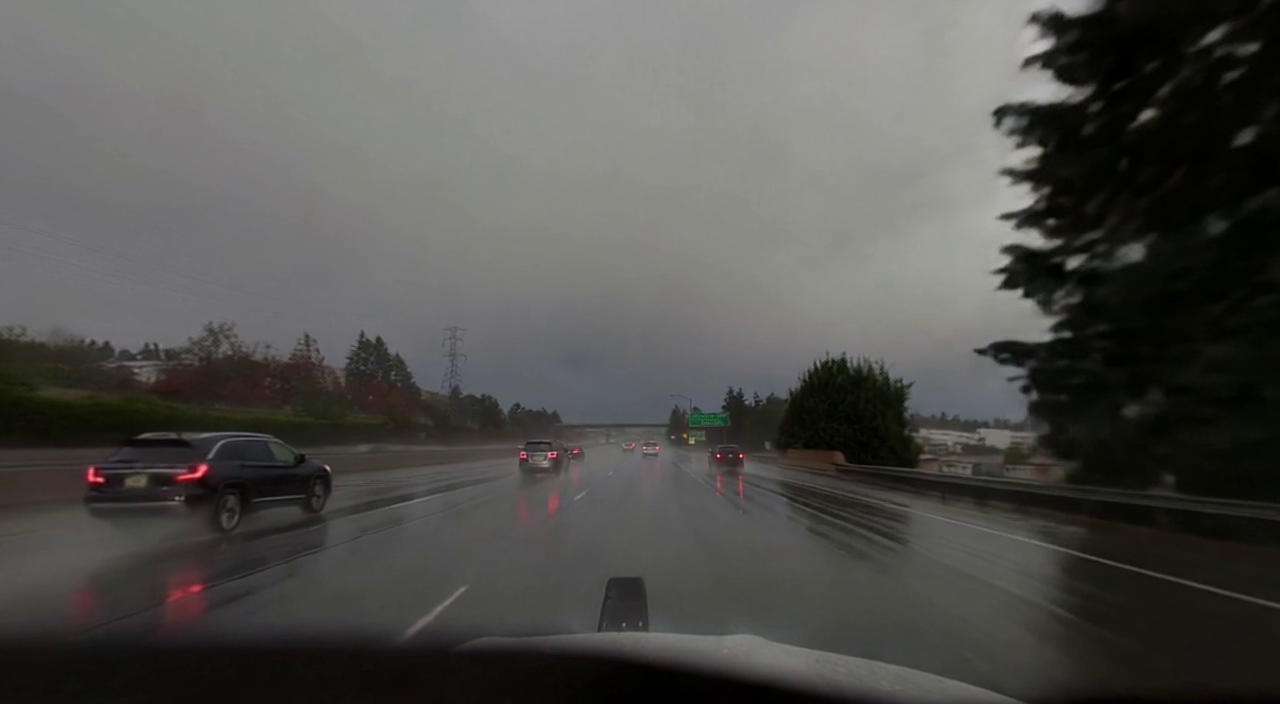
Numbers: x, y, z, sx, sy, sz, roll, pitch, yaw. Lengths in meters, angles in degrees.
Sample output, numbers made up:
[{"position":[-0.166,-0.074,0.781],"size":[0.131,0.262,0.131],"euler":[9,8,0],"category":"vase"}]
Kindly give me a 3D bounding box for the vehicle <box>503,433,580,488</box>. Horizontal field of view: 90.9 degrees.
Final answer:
[{"position":[-3.284,3.714,21.866],"size":[1.961,1.704,4.052],"euler":[0,-8,1],"category":"vehicle"}]

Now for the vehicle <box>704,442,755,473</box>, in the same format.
[{"position":[4.553,5.414,32.610],"size":[1.964,1.479,4.252],"euler":[0,-8,-1],"category":"vehicle"}]

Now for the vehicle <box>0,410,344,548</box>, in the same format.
[{"position":[-7.376,2.027,10.795],"size":[2.162,1.805,4.853],"euler":[0,-8,1],"category":"vehicle"}]
